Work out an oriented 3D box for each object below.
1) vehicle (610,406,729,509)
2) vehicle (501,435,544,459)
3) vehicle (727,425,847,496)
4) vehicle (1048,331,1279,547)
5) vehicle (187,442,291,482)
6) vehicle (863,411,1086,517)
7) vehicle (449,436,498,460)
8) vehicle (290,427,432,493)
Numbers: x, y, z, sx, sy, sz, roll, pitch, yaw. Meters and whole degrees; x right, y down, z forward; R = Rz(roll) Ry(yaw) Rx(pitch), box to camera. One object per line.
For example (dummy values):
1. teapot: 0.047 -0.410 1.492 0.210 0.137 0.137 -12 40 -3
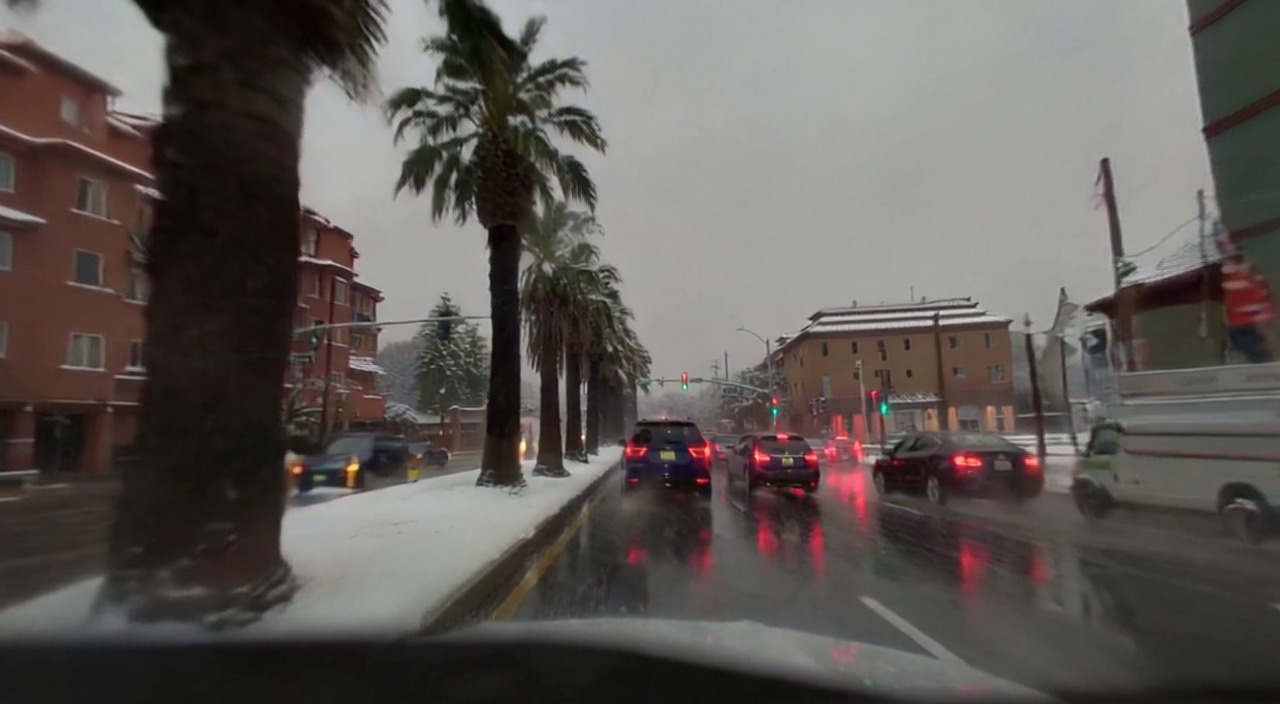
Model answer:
1. vehicle: 0.639 2.610 16.019 2.487 2.115 5.444 0 -8 1
2. vehicle: -7.828 6.371 42.327 1.937 1.530 4.107 -1 -8 3
3. vehicle: 4.008 3.071 18.227 2.283 1.738 4.916 0 -8 0
4. vehicle: 10.351 1.344 10.895 2.663 3.061 5.602 -2 -4 -1
5. vehicle: -18.851 5.159 29.936 1.972 1.694 4.466 -1 -8 1
6. vehicle: 7.246 2.492 14.582 2.215 1.973 5.323 0 -8 0
7. vehicle: -11.043 6.420 42.146 2.011 1.520 3.902 -1 -8 3
8. vehicle: -8.195 3.211 19.105 2.050 1.725 4.677 -1 -8 2
